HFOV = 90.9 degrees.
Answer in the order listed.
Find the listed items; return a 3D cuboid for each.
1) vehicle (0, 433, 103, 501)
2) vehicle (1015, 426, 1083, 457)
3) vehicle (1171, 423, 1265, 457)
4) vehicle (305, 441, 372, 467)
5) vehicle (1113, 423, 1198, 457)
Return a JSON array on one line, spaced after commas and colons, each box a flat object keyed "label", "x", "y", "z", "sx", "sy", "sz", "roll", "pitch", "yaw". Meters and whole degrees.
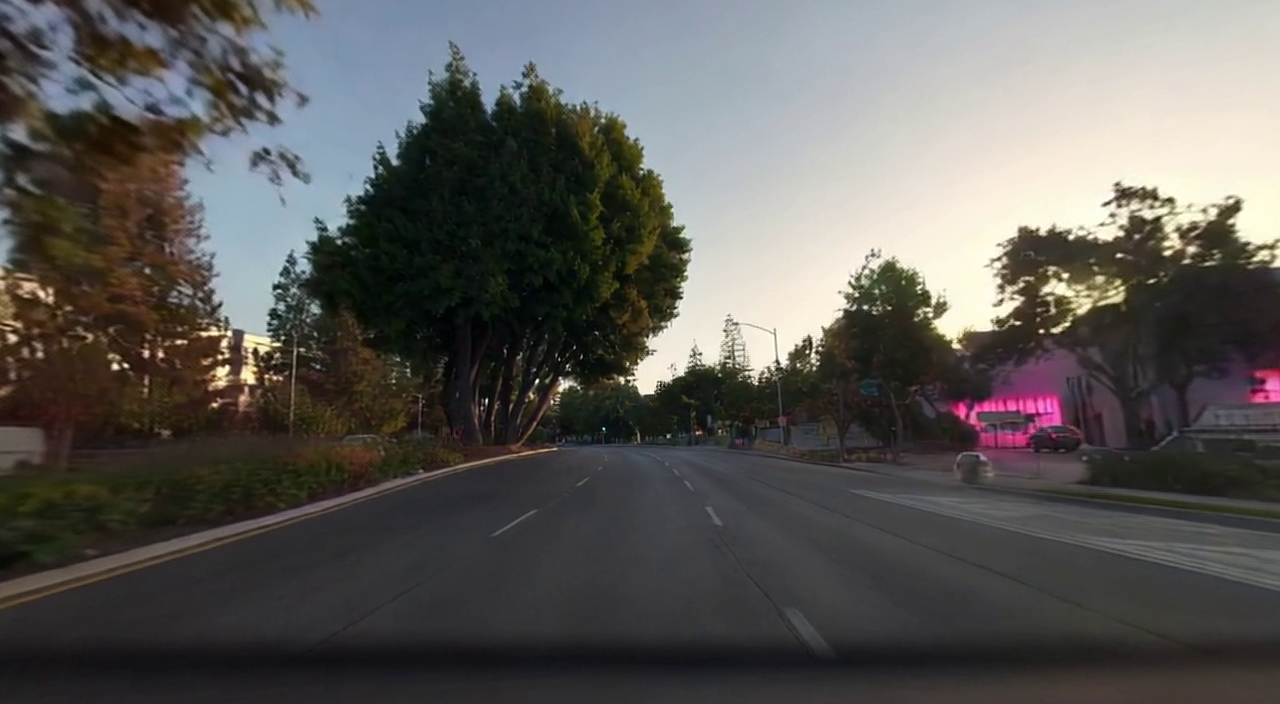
[{"label": "vehicle", "x": -18.297, "y": 3.119, "z": 17.117, "sx": 2.204, "sy": 1.821, "sz": 5.864, "roll": 0, "pitch": -8, "yaw": 0}, {"label": "vehicle", "x": 23.295, "y": 5.129, "z": 36.058, "sx": 1.815, "sy": 1.618, "sz": 4.383, "roll": -2, "pitch": -9, "yaw": 13}, {"label": "vehicle", "x": 30.872, "y": 4.700, "z": 33.824, "sx": 1.900, "sy": 1.688, "sz": 3.880, "roll": -3, "pitch": -8, "yaw": 12}, {"label": "vehicle", "x": -18.711, "y": 6.318, "z": 39.325, "sx": 1.974, "sy": 1.501, "sz": 4.235, "roll": -1, "pitch": -8, "yaw": 2}, {"label": "vehicle", "x": 28.325, "y": 4.843, "z": 34.802, "sx": 1.887, "sy": 1.701, "sz": 4.090, "roll": -3, "pitch": -8, "yaw": 13}]
